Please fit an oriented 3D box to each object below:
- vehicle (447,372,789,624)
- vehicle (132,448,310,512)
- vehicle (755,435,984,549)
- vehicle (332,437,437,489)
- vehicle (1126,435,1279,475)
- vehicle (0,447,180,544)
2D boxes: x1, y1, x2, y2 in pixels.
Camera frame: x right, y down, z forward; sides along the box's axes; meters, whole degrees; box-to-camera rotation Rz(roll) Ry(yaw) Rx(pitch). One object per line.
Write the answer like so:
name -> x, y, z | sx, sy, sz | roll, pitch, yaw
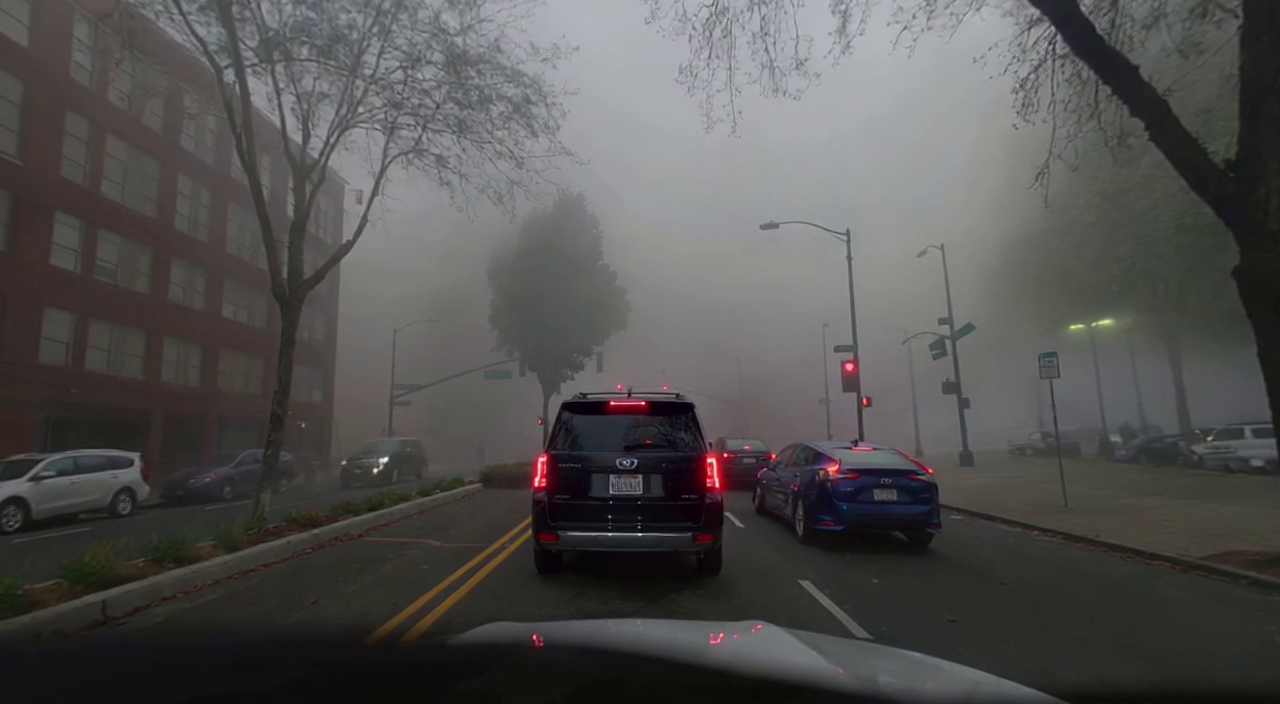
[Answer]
vehicle -> -0.153, 1.362, 6.760 | 2.453, 1.816, 4.300 | 0, -8, 0
vehicle -> -12.453, 3.787, 19.170 | 2.207, 1.648, 4.675 | 0, -8, -1
vehicle -> 3.298, 2.082, 10.079 | 2.056, 1.422, 4.130 | 0, -8, -1
vehicle -> -9.174, 4.006, 23.008 | 2.054, 1.722, 4.292 | 0, -8, -1
vehicle -> 22.169, 4.048, 24.965 | 4.055, 1.469, 1.848 | -4, -9, 25
vehicle -> -12.534, 2.913, 13.464 | 1.891, 1.723, 4.360 | 0, -8, 1
